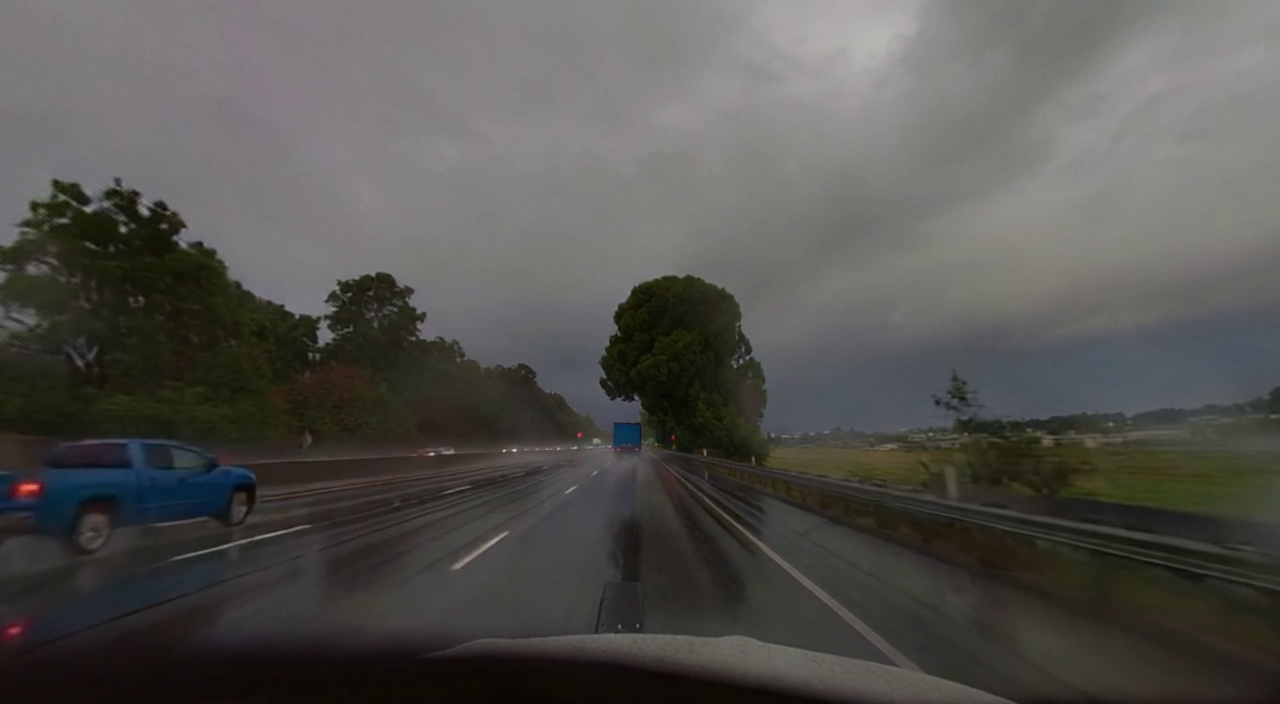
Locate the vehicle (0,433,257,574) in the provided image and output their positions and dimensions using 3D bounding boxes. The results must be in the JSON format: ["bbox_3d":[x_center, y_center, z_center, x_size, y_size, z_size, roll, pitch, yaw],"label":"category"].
[{"bbox_3d":[-7.946,1.953,8.967,2.155,1.504,4.490,0,-8,0],"label":"vehicle"}]
